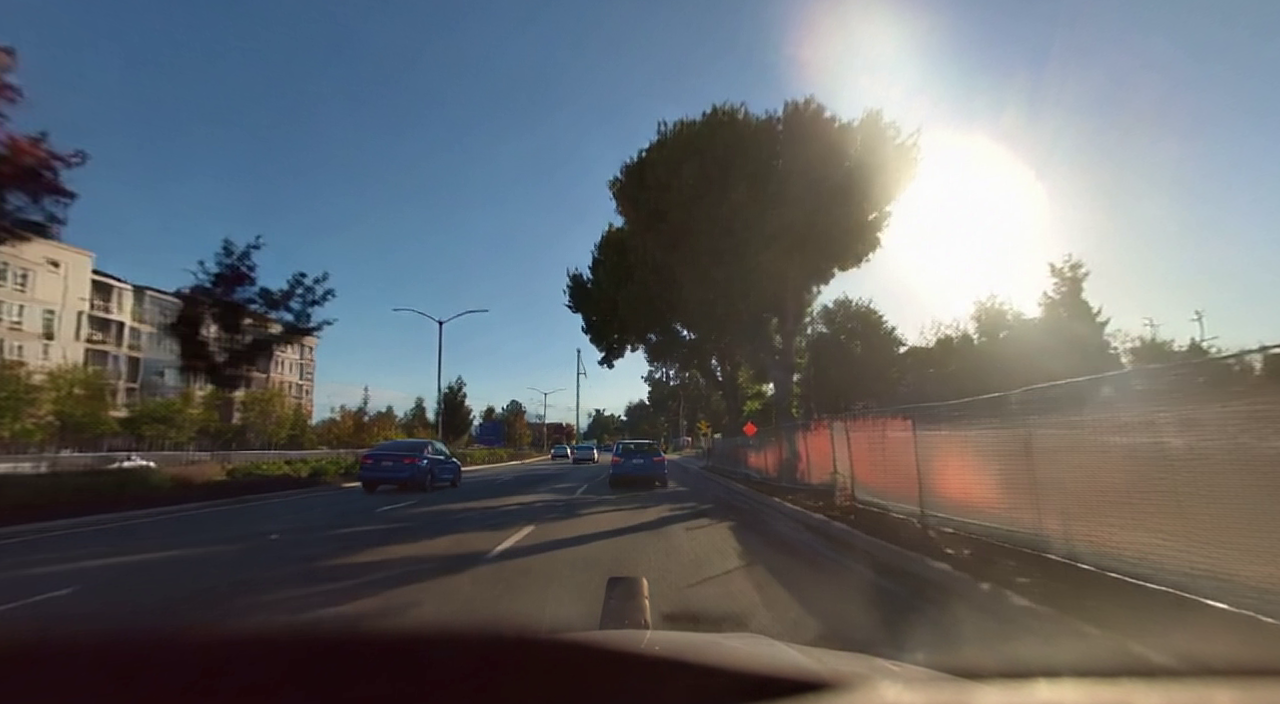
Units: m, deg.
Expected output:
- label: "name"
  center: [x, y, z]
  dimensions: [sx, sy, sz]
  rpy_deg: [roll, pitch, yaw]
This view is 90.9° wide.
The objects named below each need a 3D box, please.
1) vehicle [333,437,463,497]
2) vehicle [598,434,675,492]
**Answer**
- label: "vehicle"
  center: [-6.735, 3.243, 18.137]
  dimensions: [1.877, 1.479, 4.430]
  rpy_deg: [0, -9, 1]
- label: "vehicle"
  center: [-0.138, 3.528, 20.379]
  dimensions: [2.227, 1.654, 4.091]
  rpy_deg: [0, -9, -1]
